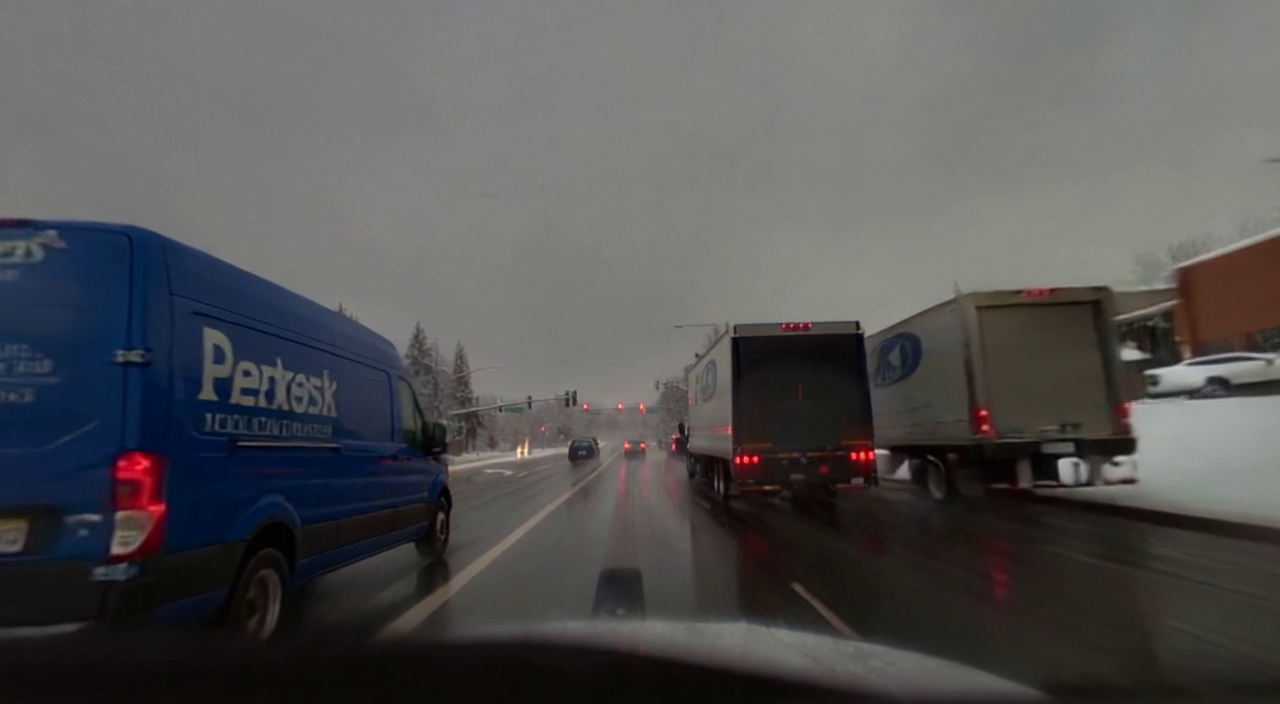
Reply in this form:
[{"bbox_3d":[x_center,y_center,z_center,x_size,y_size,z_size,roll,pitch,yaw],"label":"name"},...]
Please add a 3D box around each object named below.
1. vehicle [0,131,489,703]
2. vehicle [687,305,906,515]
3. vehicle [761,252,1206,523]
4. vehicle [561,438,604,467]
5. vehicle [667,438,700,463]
[{"bbox_3d":[-3.509,0.849,5.945,2.443,2.784,6.493,0,-9,1],"label":"vehicle"},{"bbox_3d":[2.966,1.692,15.536,2.861,3.525,9.858,0,-9,0],"label":"vehicle"},{"bbox_3d":[6.872,1.801,18.211,2.941,4.060,16.879,-4,-9,-1],"label":"vehicle"},{"bbox_3d":[-3.701,6.579,41.579,2.356,1.766,5.674,0,-9,0],"label":"vehicle"},{"bbox_3d":[2.909,6.698,43.038,1.869,1.616,4.346,0,-9,0],"label":"vehicle"}]
